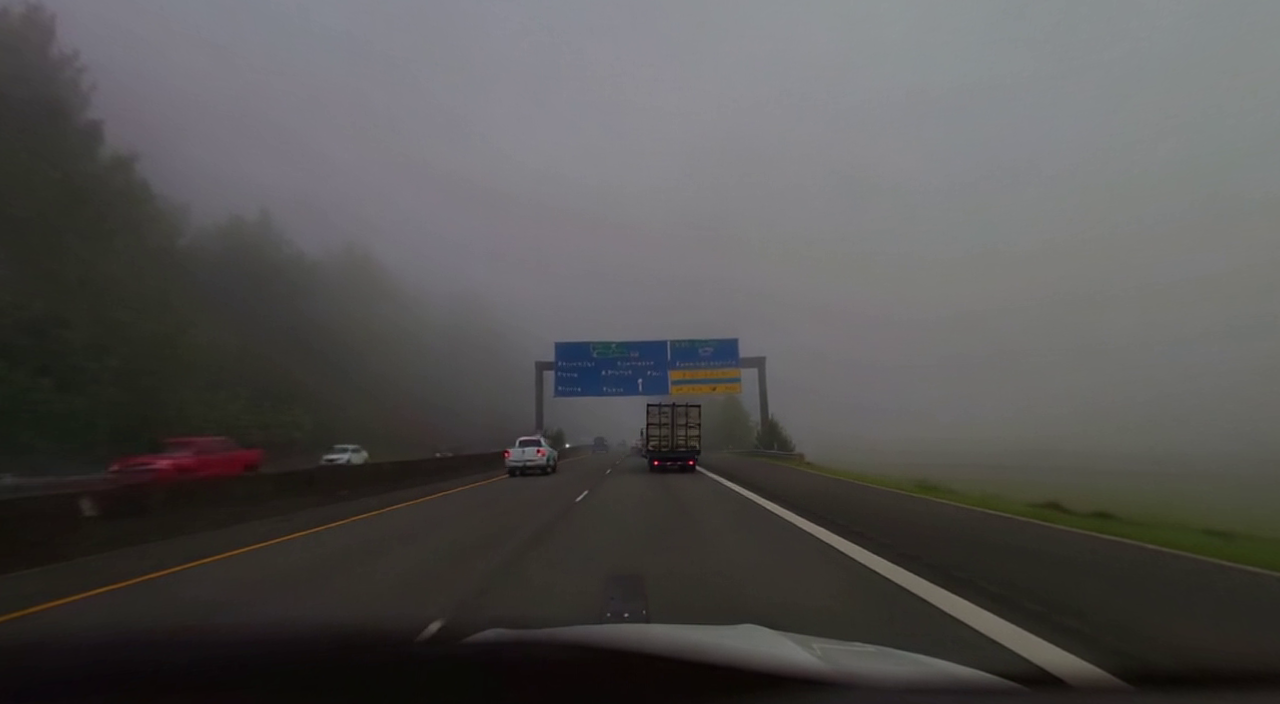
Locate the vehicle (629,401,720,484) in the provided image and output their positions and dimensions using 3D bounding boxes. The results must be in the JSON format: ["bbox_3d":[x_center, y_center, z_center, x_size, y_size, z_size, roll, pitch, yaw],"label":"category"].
[{"bbox_3d":[0.973,3.149,21.874,2.677,2.439,6.402,0,-8,-1],"label":"vehicle"}]
